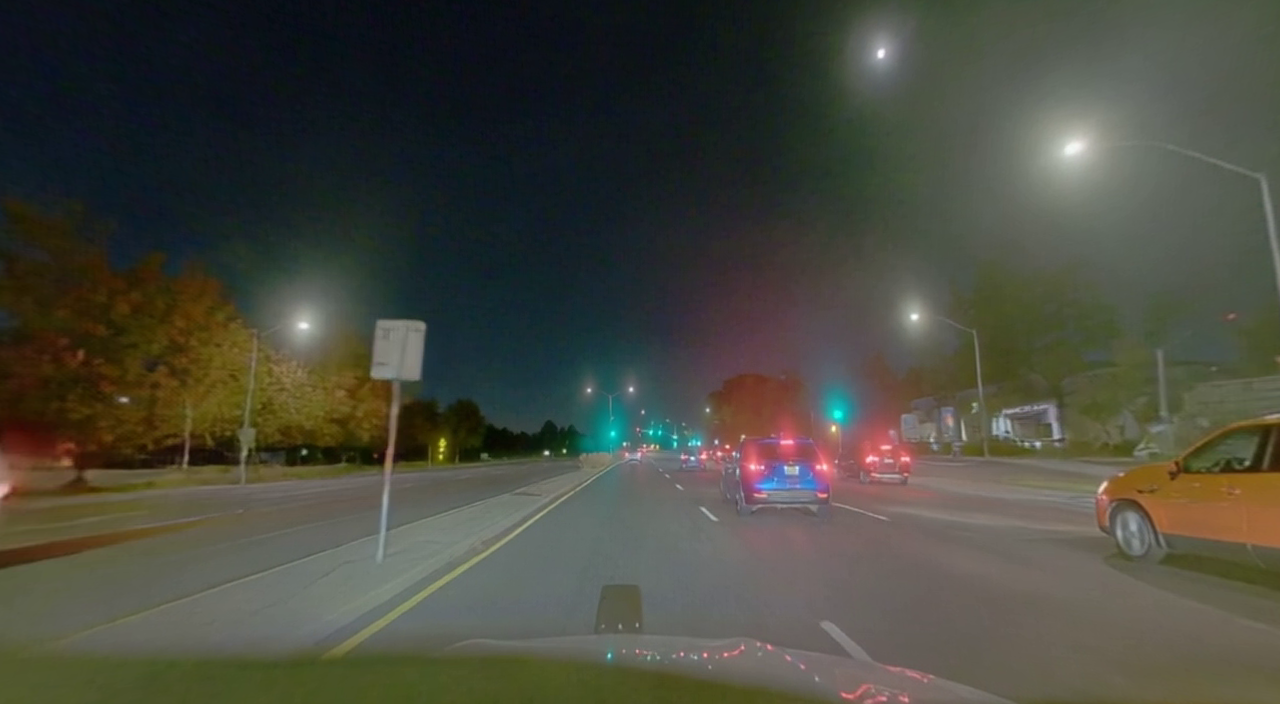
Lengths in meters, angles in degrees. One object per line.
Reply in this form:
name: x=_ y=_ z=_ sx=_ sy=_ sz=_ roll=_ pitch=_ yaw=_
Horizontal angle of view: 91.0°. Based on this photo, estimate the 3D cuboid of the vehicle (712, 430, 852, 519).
vehicle: x=2.973 y=2.661 z=14.211 sx=2.075 sy=1.698 sz=4.142 roll=0 pitch=-8 yaw=-2

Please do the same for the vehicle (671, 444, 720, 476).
vehicle: x=2.723 y=5.406 z=31.652 sx=1.980 sy=1.484 sz=4.093 roll=0 pitch=-8 yaw=-2

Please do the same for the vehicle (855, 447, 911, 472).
vehicle: x=15.137 y=6.704 z=39.478 sx=1.815 sy=1.493 sz=4.135 roll=0 pitch=-8 yaw=-1

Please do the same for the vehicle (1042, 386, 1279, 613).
vehicle: x=6.238 y=1.272 z=5.638 sx=2.153 sy=1.811 sz=4.595 roll=0 pitch=-8 yaw=-1
